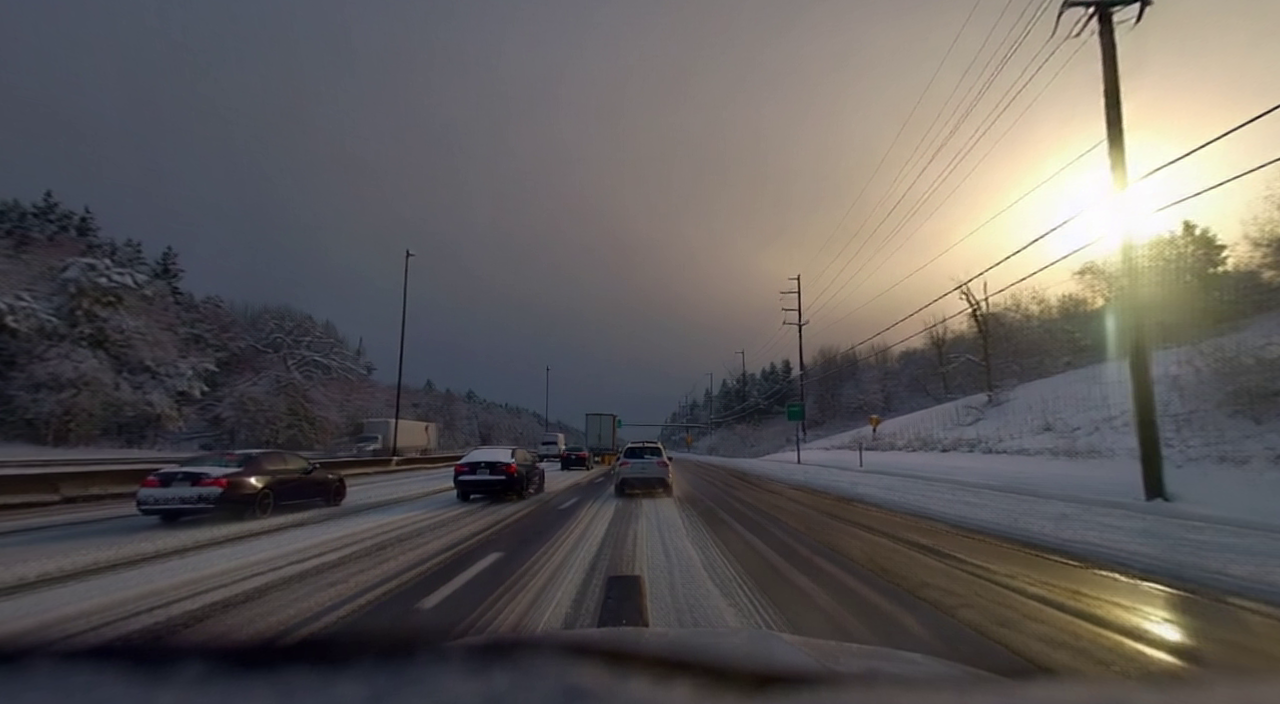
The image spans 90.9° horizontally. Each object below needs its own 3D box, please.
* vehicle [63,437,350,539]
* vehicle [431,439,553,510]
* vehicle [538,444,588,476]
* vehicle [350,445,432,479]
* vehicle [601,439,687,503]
[{"bbox_3d":[-7.256,2.289,11.318,1.867,1.445,4.499,0,-9,1],"label":"vehicle"},{"bbox_3d":[-3.401,2.897,15.401,1.912,1.464,4.115,0,-9,1],"label":"vehicle"},{"bbox_3d":[-3.759,5.316,31.273,2.013,1.437,3.801,0,-9,0],"label":"vehicle"},{"bbox_3d":[-11.864,5.257,30.450,2.004,1.457,4.758,0,-9,0],"label":"vehicle"},{"bbox_3d":[0.020,3.116,16.999,2.018,1.470,4.491,0,-9,-2],"label":"vehicle"}]
